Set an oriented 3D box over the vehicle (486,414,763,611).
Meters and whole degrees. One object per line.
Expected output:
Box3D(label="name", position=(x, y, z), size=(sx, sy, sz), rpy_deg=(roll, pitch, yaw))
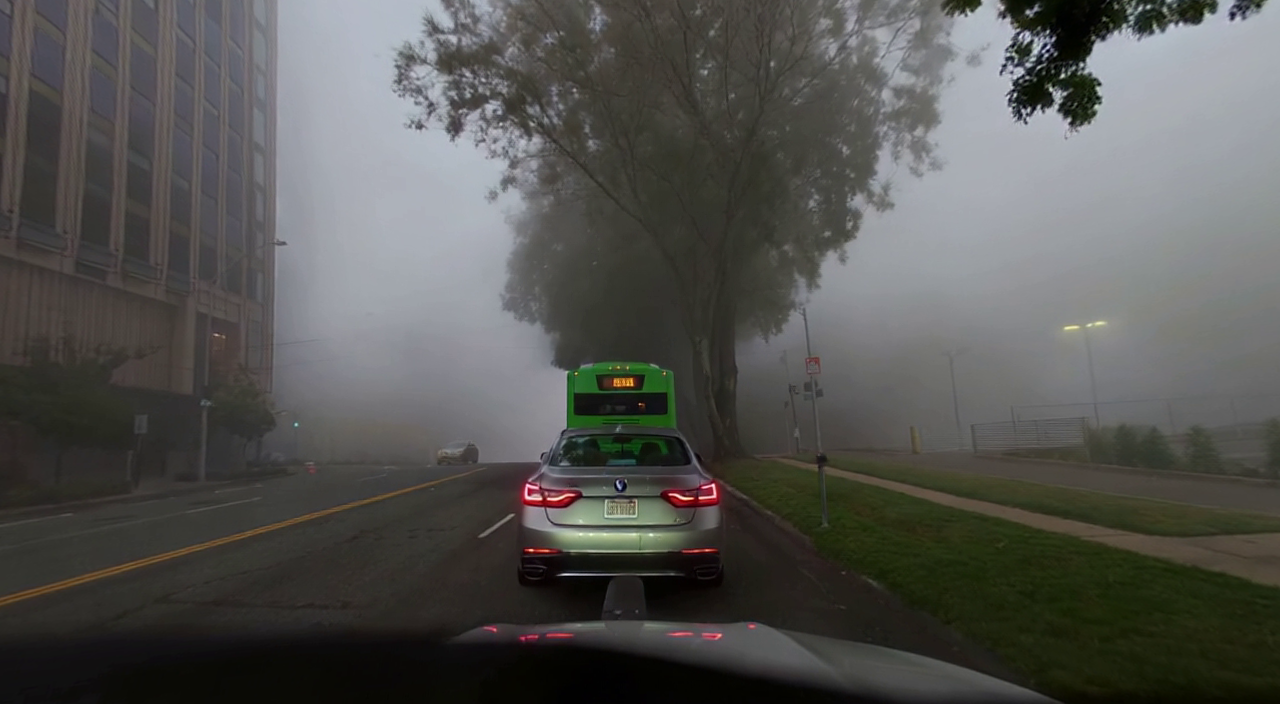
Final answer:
Box3D(label="vehicle", position=(-0.157, 1.463, 6.737), size=(2.064, 1.452, 3.942), rpy_deg=(0, -8, -1))
